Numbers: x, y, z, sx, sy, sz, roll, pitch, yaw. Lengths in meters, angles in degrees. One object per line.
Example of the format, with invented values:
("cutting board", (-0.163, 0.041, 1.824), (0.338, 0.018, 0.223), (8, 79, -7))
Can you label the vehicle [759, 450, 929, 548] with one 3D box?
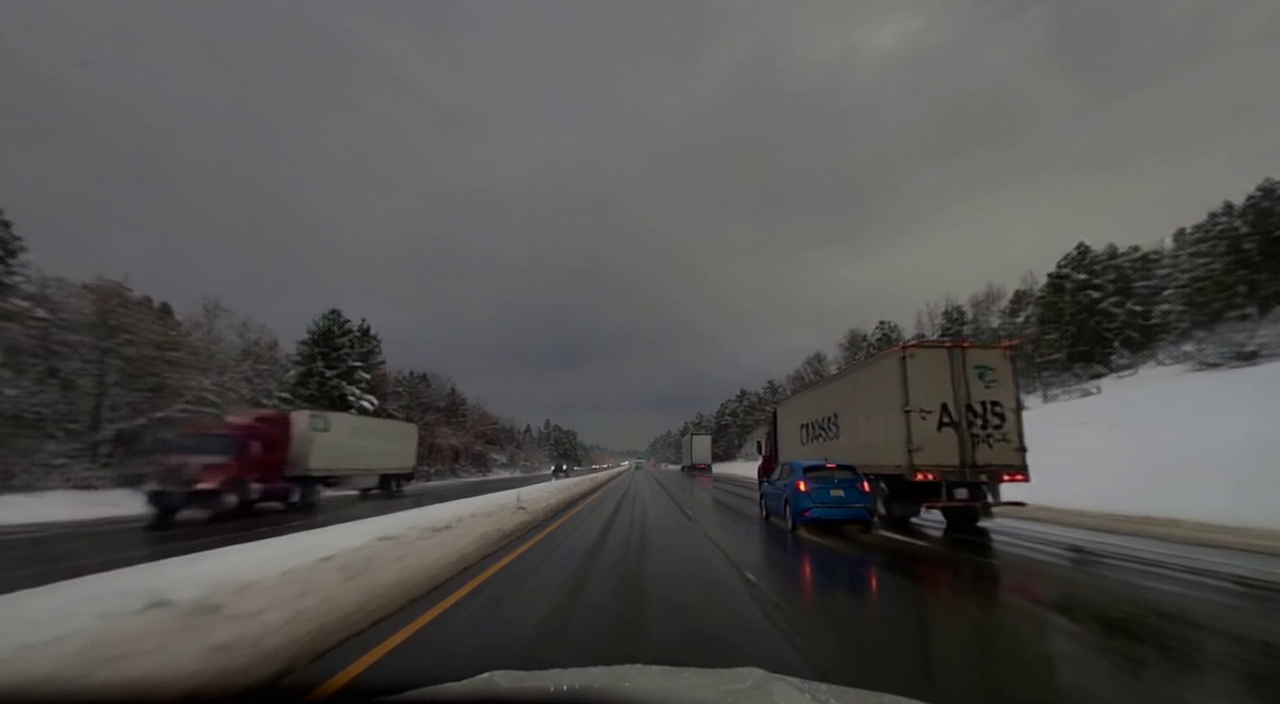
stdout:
("vehicle", (3.710, 2.776, 12.218), (2.011, 1.574, 3.512), (0, -11, -1))

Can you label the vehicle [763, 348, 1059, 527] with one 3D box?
("vehicle", (7.762, 3.412, 22.734), (3.298, 4.017, 16.824), (1, -10, 0))

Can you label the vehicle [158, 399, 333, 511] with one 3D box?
("vehicle", (-16.144, 4.358, 26.489), (3.150, 4.073, 5.938), (1, -10, 0))
